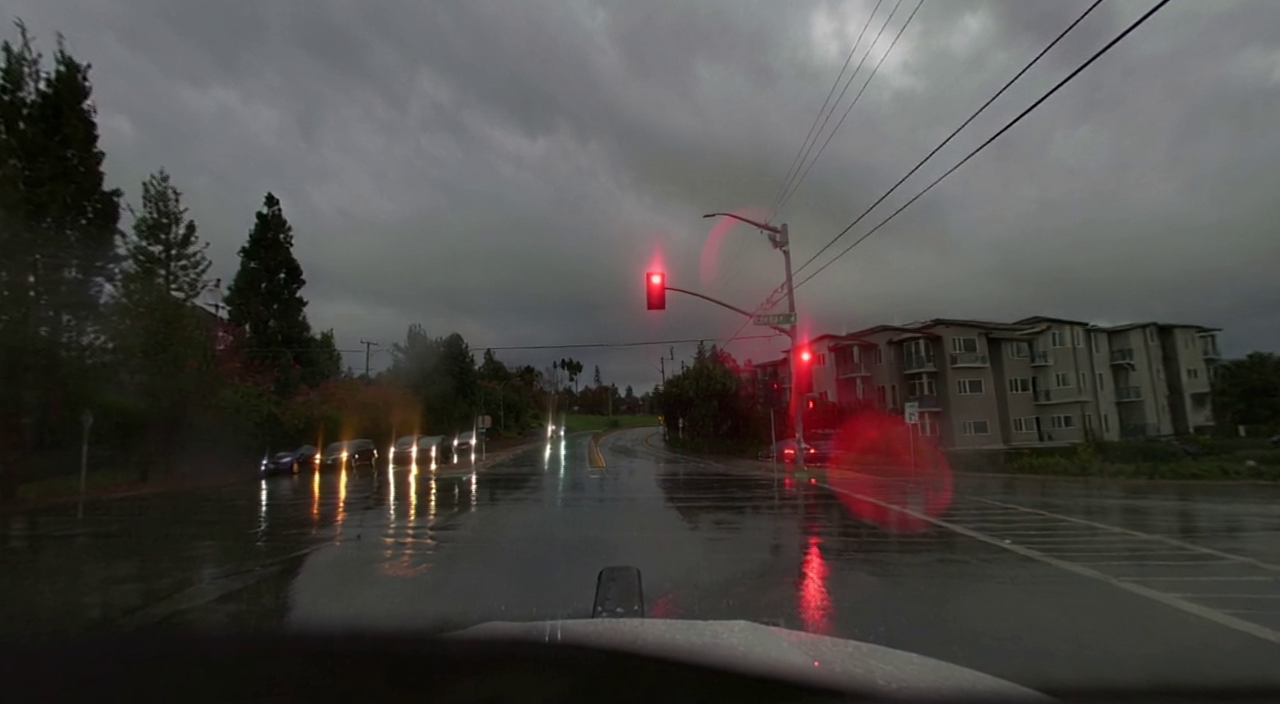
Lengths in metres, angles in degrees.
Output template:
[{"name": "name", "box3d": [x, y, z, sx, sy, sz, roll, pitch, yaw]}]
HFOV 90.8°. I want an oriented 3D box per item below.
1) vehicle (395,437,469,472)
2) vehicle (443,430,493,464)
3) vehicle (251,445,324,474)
[{"name": "vehicle", "box3d": [-9.673, 4.799, 29.781, 2.116, 1.521, 4.294, 0, -9, -1]}, {"name": "vehicle", "box3d": [-9.780, 5.455, 36.174, 1.910, 1.818, 4.057, 0, -9, -3]}, {"name": "vehicle", "box3d": [-21.127, 6.440, 38.092, 1.981, 1.628, 4.336, 0, -9, -1]}]
